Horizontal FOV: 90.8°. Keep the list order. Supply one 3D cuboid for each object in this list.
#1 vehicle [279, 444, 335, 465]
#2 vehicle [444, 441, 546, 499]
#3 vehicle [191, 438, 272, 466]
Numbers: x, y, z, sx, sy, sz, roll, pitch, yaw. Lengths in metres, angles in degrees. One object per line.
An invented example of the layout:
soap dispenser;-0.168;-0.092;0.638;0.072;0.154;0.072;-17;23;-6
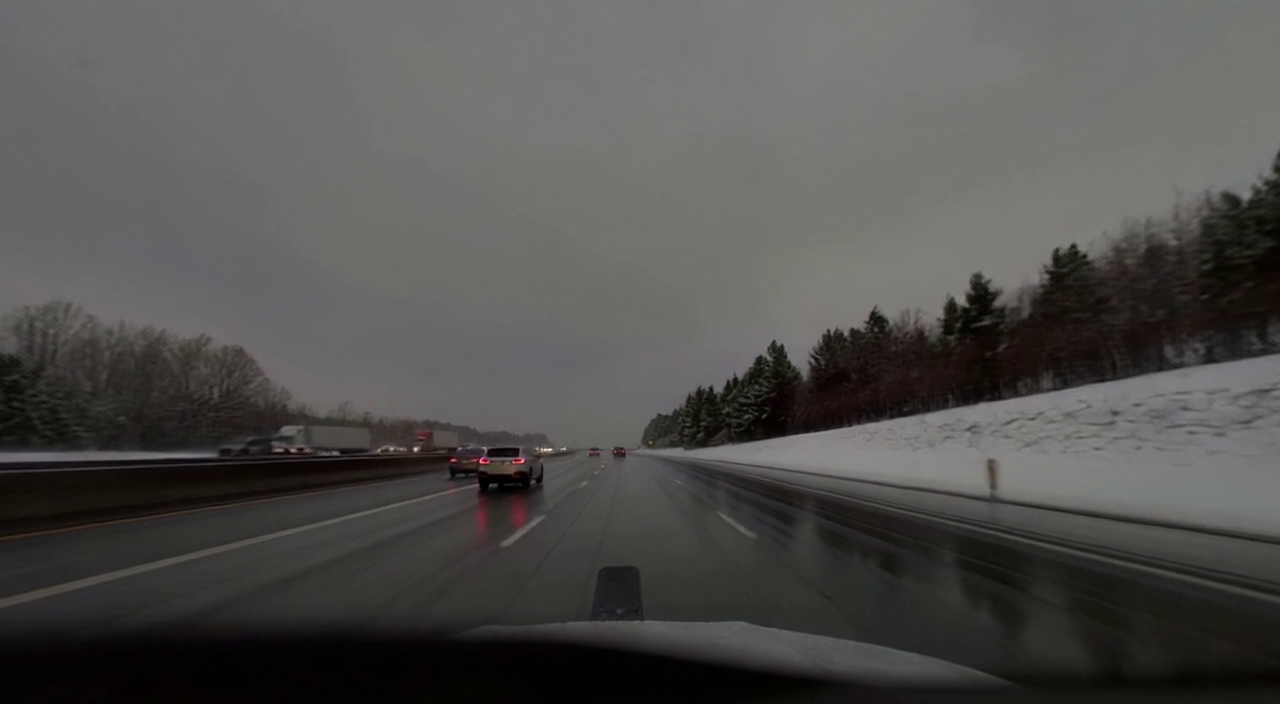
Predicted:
vehicle;-25.351;7.841;48.312;1.840;1.483;4.590;0;-9;-1
vehicle;-4.236;3.516;19.272;2.073;1.516;4.478;-1;-9;0
vehicle;-29.883;7.358;46.535;2.176;1.868;5.849;0;-9;-2
